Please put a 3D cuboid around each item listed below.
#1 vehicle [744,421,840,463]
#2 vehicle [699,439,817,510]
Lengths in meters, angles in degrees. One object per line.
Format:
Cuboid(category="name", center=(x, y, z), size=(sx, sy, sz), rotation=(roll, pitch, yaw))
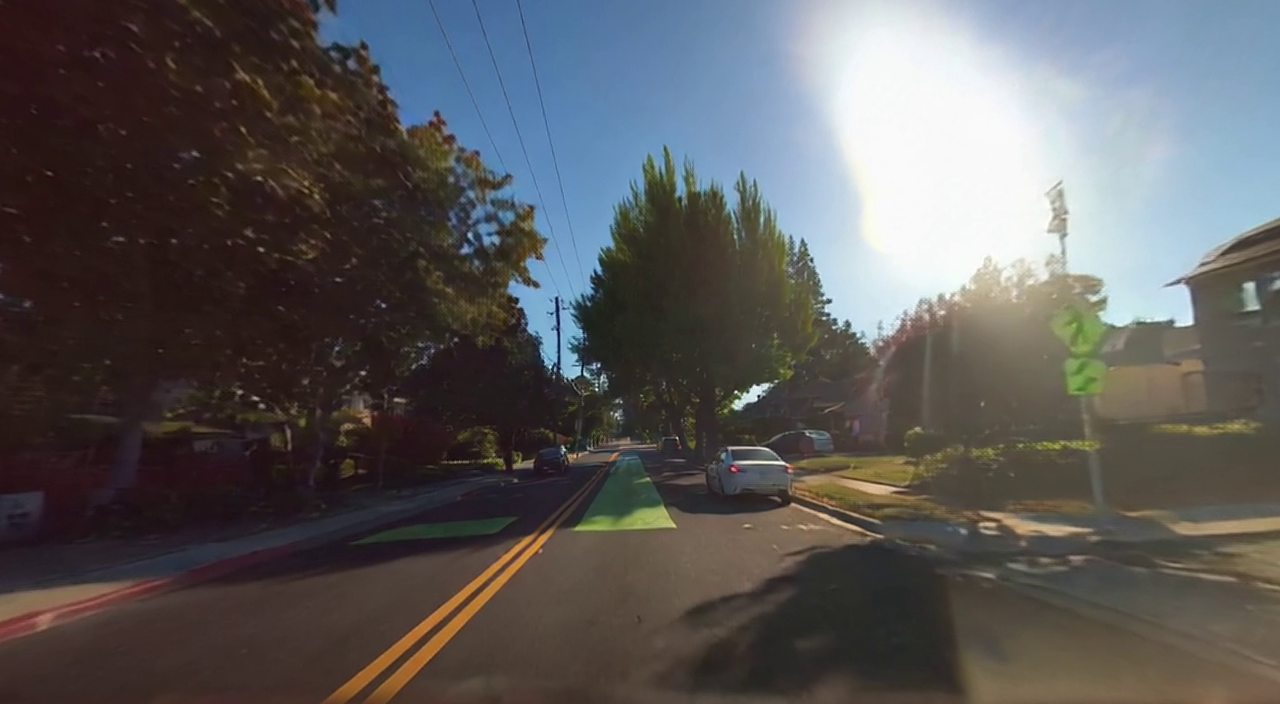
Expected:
Cuboid(category="vehicle", center=(8.896, 5.273, 37.148), size=(4.922, 1.846, 1.941), rotation=(-5, -8, -6))
Cuboid(category="vehicle", center=(2.894, 3.134, 16.873), size=(1.989, 1.545, 5.423), rotation=(0, -8, -1))
